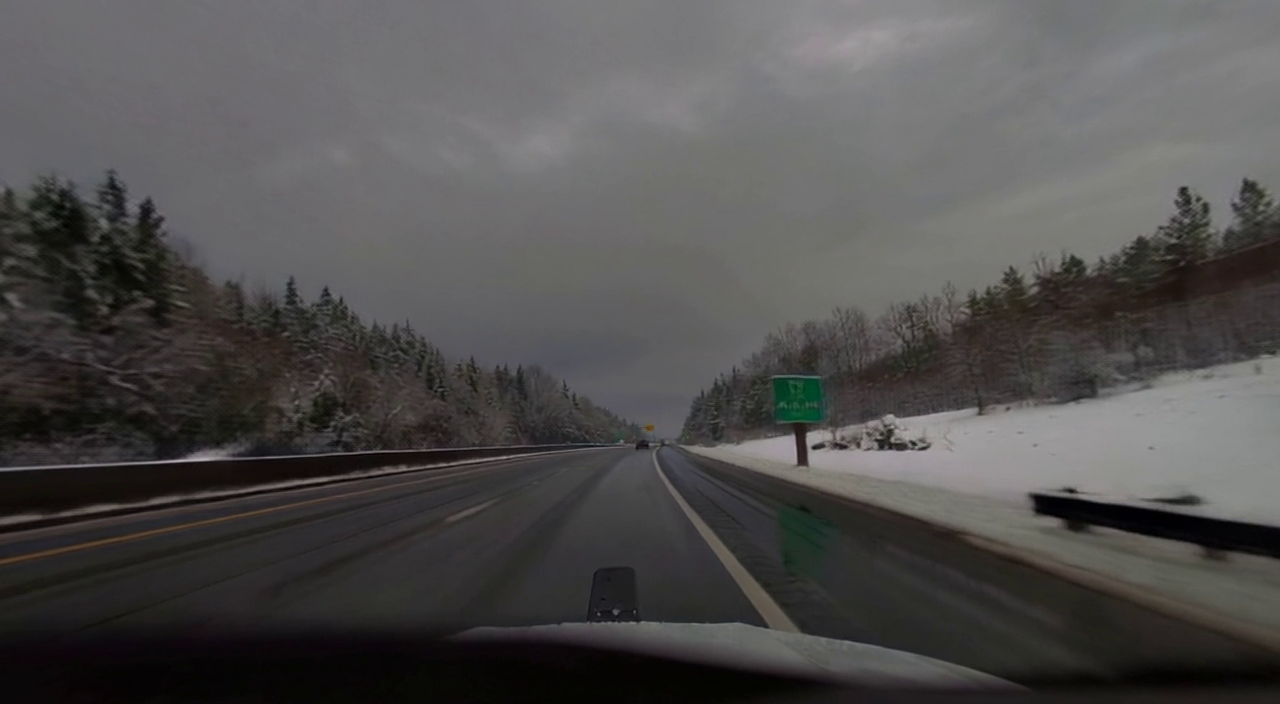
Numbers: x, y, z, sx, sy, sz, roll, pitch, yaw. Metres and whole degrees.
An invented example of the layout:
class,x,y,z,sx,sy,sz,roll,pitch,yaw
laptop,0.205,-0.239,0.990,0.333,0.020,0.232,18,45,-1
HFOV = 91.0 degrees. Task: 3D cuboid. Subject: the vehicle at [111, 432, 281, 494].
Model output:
class,x,y,z,sx,sy,sz,roll,pitch,yaw
vehicle,-14.180,3.538,20.571,2.097,1.750,4.773,0,-8,-1
